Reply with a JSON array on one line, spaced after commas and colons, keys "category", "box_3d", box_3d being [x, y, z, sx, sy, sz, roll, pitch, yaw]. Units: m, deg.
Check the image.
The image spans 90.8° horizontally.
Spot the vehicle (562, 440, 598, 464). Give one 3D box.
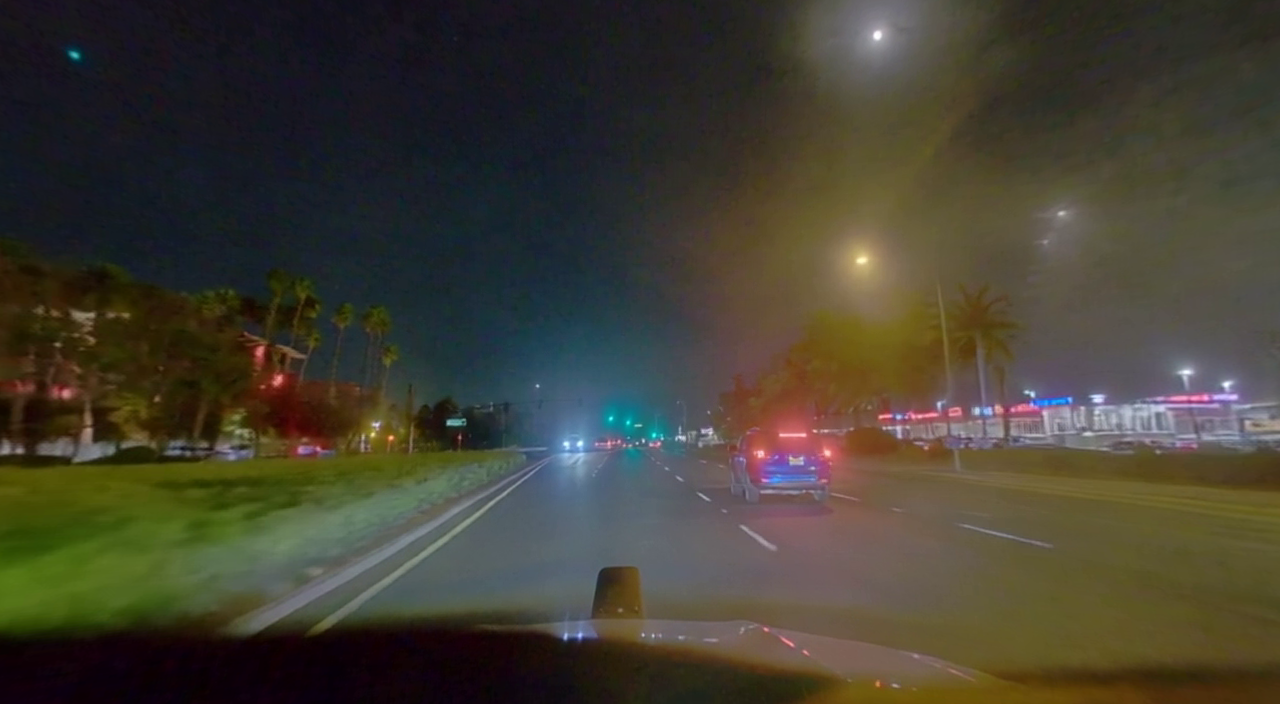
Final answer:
[{"category": "vehicle", "box_3d": [-3.866, 6.497, 41.267, 2.019, 1.483, 4.409, 0, -8, -1]}]

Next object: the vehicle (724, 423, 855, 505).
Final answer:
[{"category": "vehicle", "box_3d": [3.424, 2.661, 15.412, 2.072, 1.696, 4.177, 0, -8, -1]}]
